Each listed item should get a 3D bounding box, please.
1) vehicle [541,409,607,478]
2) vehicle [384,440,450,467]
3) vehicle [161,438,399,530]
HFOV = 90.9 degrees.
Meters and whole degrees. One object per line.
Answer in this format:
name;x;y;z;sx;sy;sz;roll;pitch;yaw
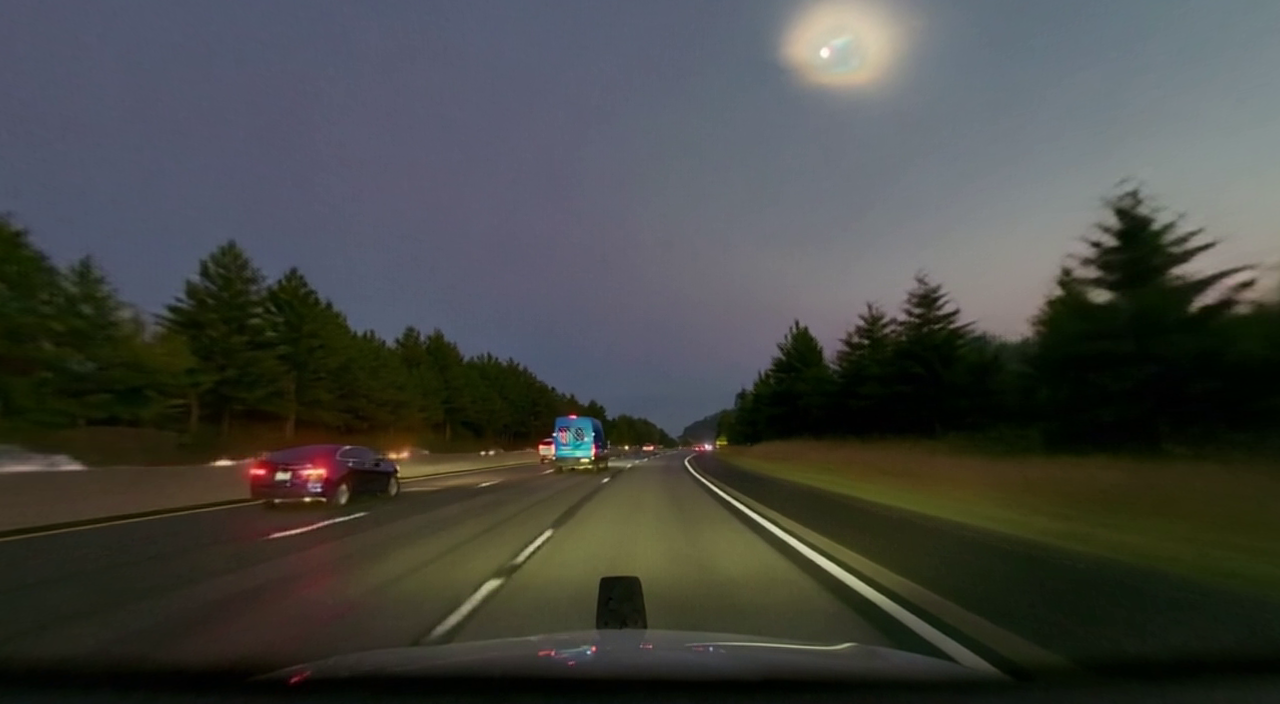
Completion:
vehicle;-2.952;4.286;29.631;2.319;2.883;5.632;0;-8;2
vehicle;-15.713;7.200;44.839;2.255;1.760;5.882;0;-8;3
vehicle;-6.580;2.425;12.284;1.947;1.438;4.440;0;-8;1
